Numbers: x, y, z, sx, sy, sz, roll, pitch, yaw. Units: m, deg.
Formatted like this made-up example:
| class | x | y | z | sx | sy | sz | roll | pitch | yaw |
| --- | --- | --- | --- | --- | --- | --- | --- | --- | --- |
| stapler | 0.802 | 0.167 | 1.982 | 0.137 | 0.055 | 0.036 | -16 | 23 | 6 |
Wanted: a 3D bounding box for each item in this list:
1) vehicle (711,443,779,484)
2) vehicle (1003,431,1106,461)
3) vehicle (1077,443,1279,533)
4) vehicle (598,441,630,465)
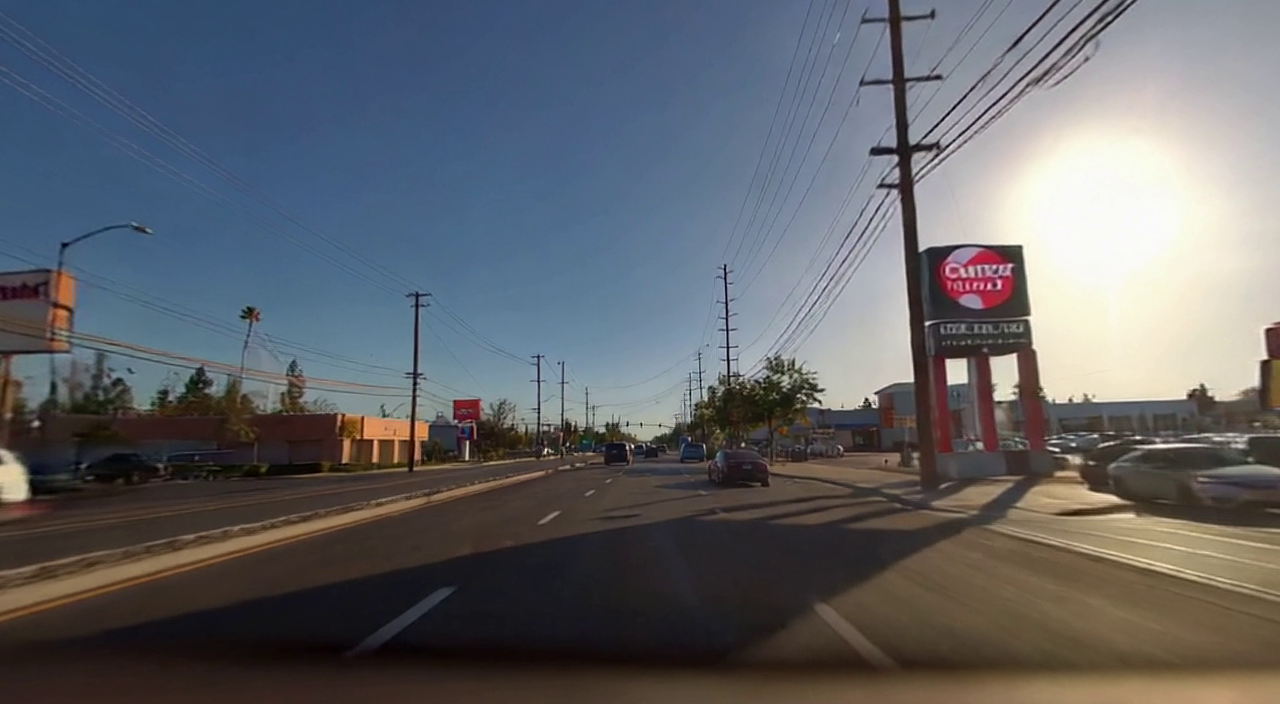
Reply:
| class | x | y | z | sx | sy | sz | roll | pitch | yaw |
| --- | --- | --- | --- | --- | --- | --- | --- | --- | --- |
| vehicle | 4.011 | 4.332 | 24.759 | 1.978 | 1.455 | 4.195 | 0 | -9 | 0 |
| vehicle | 28.126 | 6.376 | 42.836 | 5.612 | 1.850 | 2.328 | 1 | -9 | -10 |
| vehicle | 11.419 | 2.612 | 12.512 | 4.144 | 1.540 | 1.913 | 0 | -7 | -5 |
| vehicle | -1.843 | 7.353 | 45.917 | 2.047 | 1.664 | 4.148 | -1 | -9 | 2 |
